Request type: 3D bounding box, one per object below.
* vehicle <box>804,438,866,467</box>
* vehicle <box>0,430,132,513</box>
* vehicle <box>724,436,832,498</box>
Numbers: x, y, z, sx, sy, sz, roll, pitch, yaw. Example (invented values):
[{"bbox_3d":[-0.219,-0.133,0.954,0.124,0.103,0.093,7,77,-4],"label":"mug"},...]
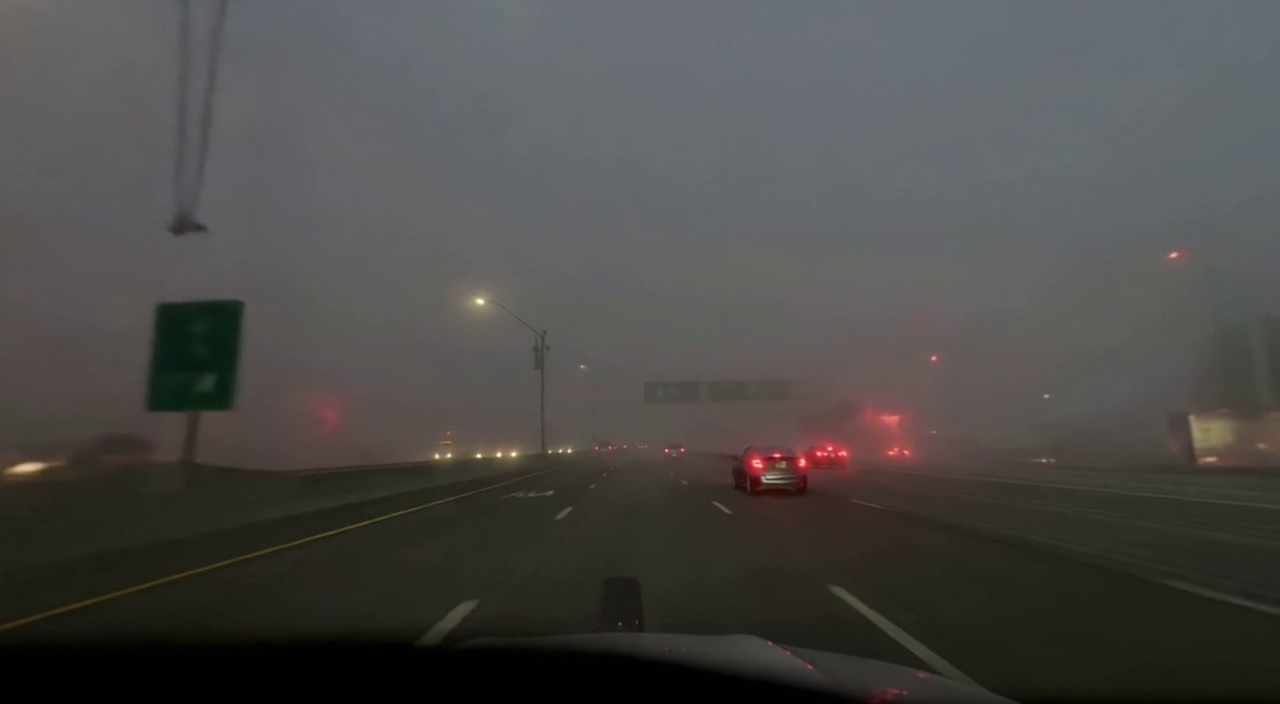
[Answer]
[{"bbox_3d":[10.834,5.621,35.424,2.019,1.529,4.385,0,-8,-1],"label":"vehicle"},{"bbox_3d":[-21.999,4.208,22.713,2.474,2.645,5.819,0,-8,0],"label":"vehicle"},{"bbox_3d":[3.641,3.112,17.491,1.961,1.504,4.094,0,-8,-1],"label":"vehicle"}]
